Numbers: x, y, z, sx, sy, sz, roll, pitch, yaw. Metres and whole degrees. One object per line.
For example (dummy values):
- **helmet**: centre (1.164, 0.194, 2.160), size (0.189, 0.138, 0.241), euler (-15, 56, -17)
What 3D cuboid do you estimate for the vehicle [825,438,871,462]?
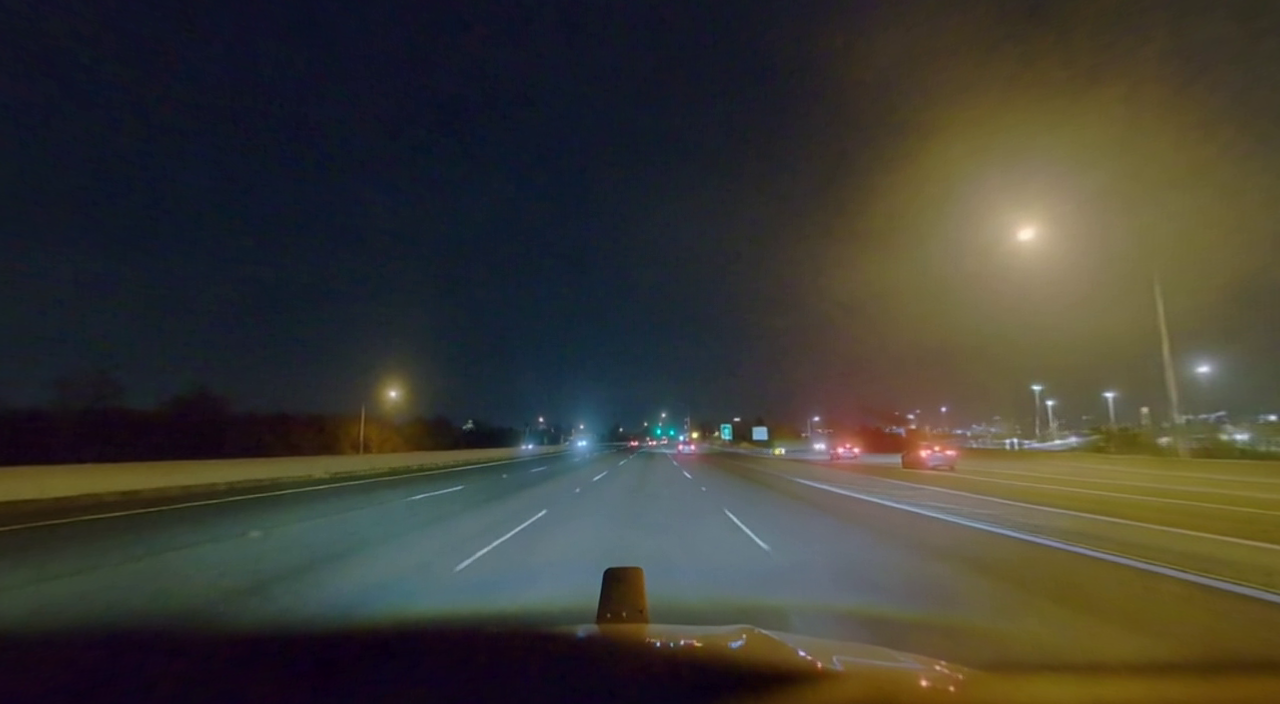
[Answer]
- **vehicle**: centre (15.579, 7.367, 47.448), size (2.039, 1.658, 4.457), euler (0, -8, 3)
